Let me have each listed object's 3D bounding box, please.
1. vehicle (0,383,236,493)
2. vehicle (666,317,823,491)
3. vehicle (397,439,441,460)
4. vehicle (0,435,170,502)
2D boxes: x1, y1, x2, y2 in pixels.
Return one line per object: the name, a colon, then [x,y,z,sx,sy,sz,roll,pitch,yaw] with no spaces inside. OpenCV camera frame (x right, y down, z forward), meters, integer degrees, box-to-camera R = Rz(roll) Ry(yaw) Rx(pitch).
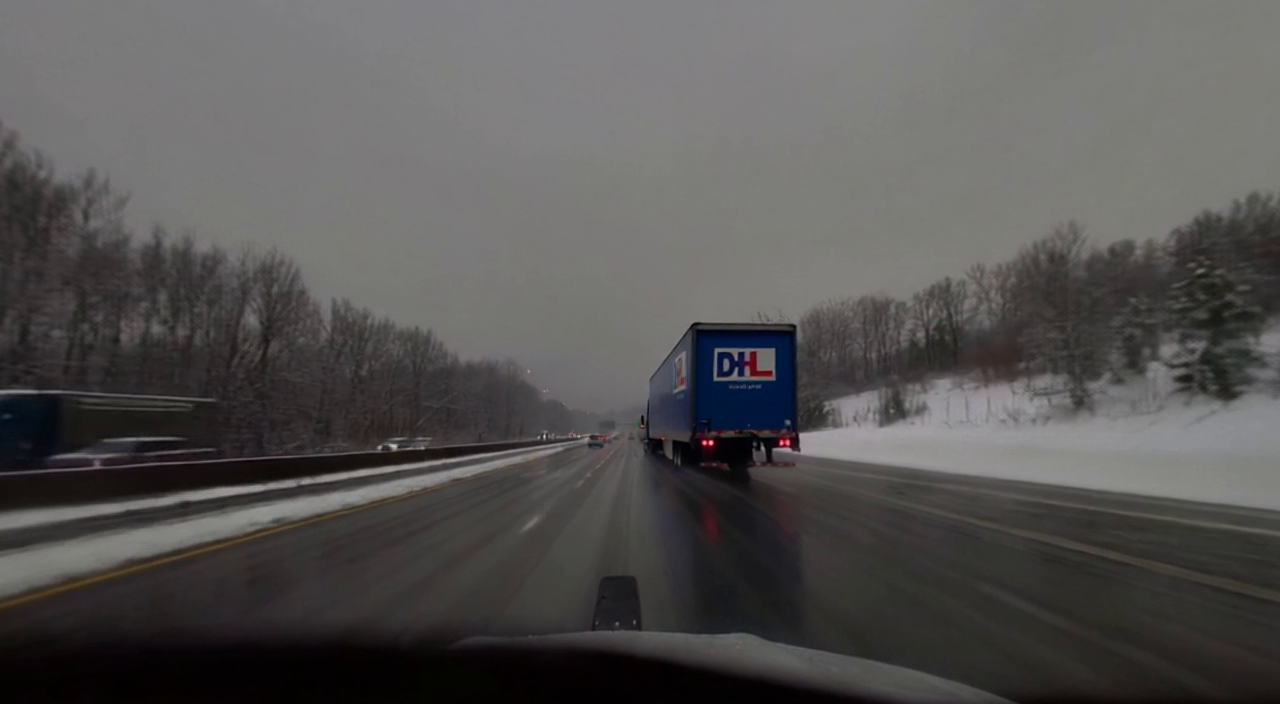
vehicle: [-23.053,3.748,27.642,3.063,3.783,11.601,0,-8,-1]
vehicle: [2.696,1.814,19.662,3.011,4.211,8.926,0,-8,-2]
vehicle: [-16.976,7.506,48.560,1.829,1.490,4.552,0,-8,-1]
vehicle: [-16.367,3.221,18.049,2.030,1.655,4.893,0,-8,-1]
